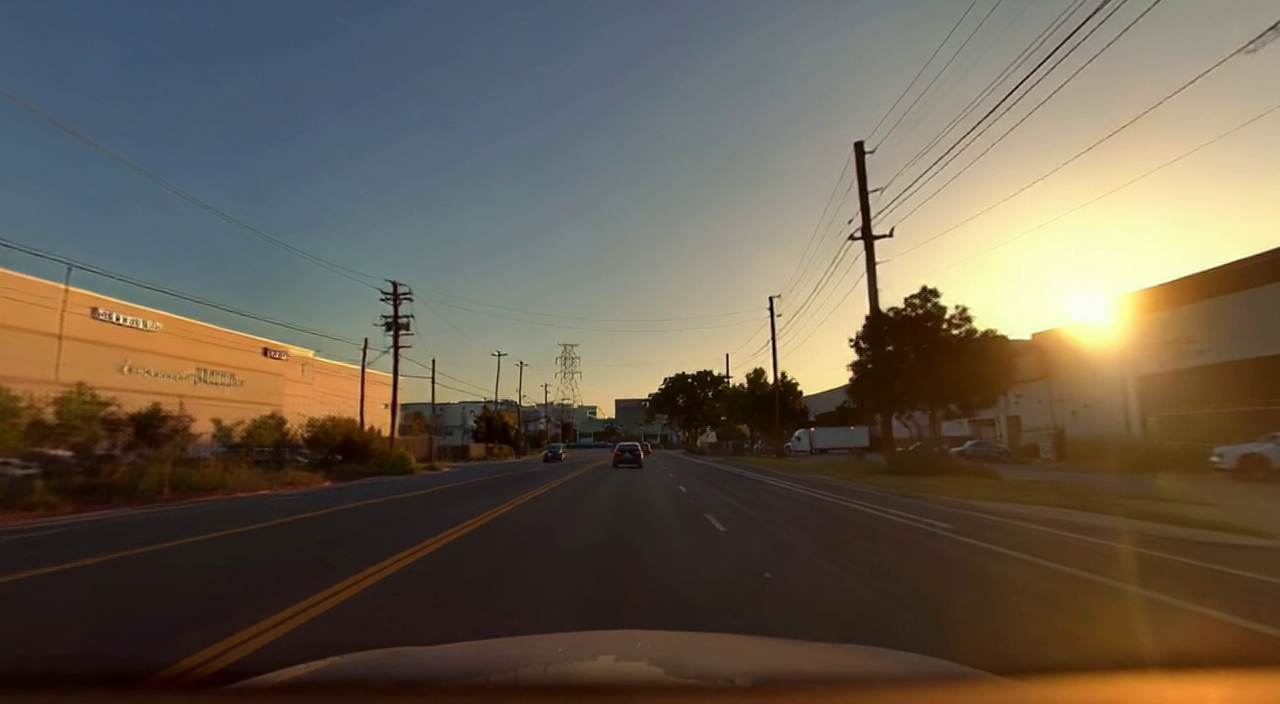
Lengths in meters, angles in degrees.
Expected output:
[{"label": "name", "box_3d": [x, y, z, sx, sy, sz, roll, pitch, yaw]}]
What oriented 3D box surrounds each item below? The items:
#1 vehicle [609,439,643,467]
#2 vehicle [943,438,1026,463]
[{"label": "vehicle", "box_3d": [-0.801, 6.095, 38.191, 1.937, 1.588, 3.746, 0, -8, 0]}, {"label": "vehicle", "box_3d": [24.856, 7.129, 45.745, 4.805, 1.781, 1.974, 0, -8, 0]}]
